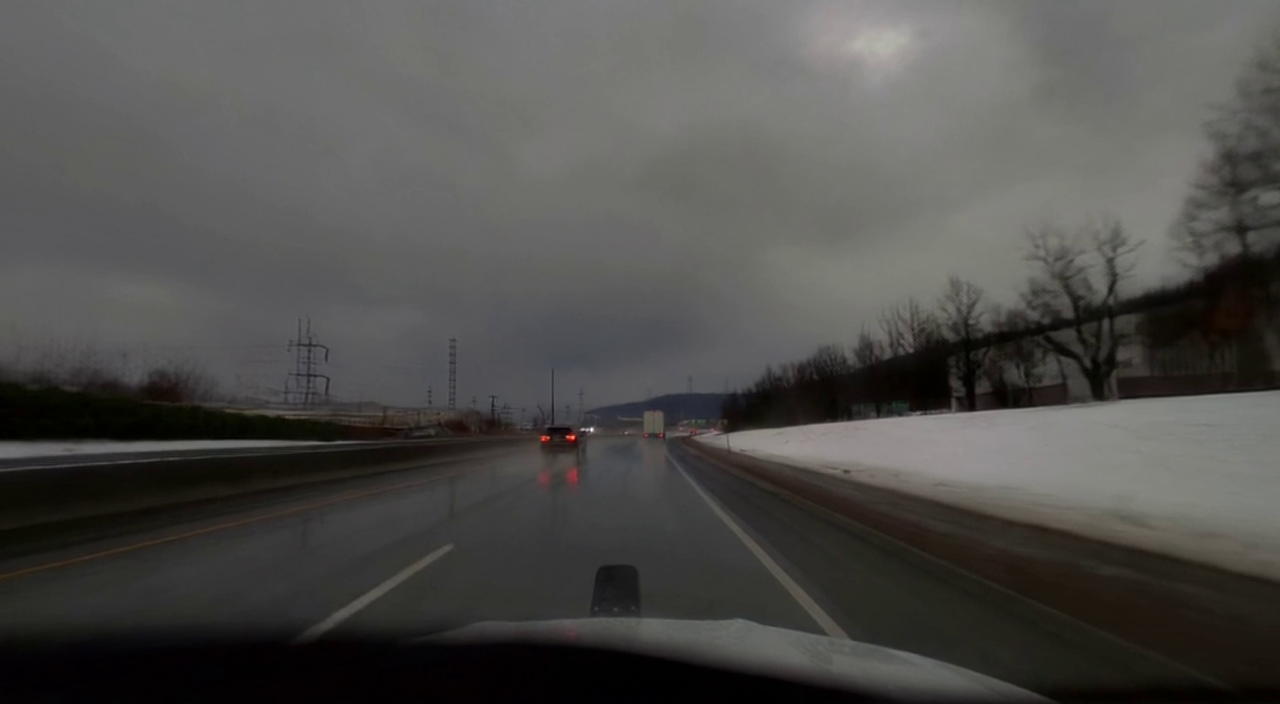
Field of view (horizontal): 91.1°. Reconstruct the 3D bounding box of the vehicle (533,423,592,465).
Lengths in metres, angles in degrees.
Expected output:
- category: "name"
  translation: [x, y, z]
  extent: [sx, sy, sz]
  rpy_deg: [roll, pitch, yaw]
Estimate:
- category: "vehicle"
  translation: [-3.380, 4.089, 28.121]
  extent: [2.018, 1.678, 4.312]
  rpy_deg: [0, -8, 1]
